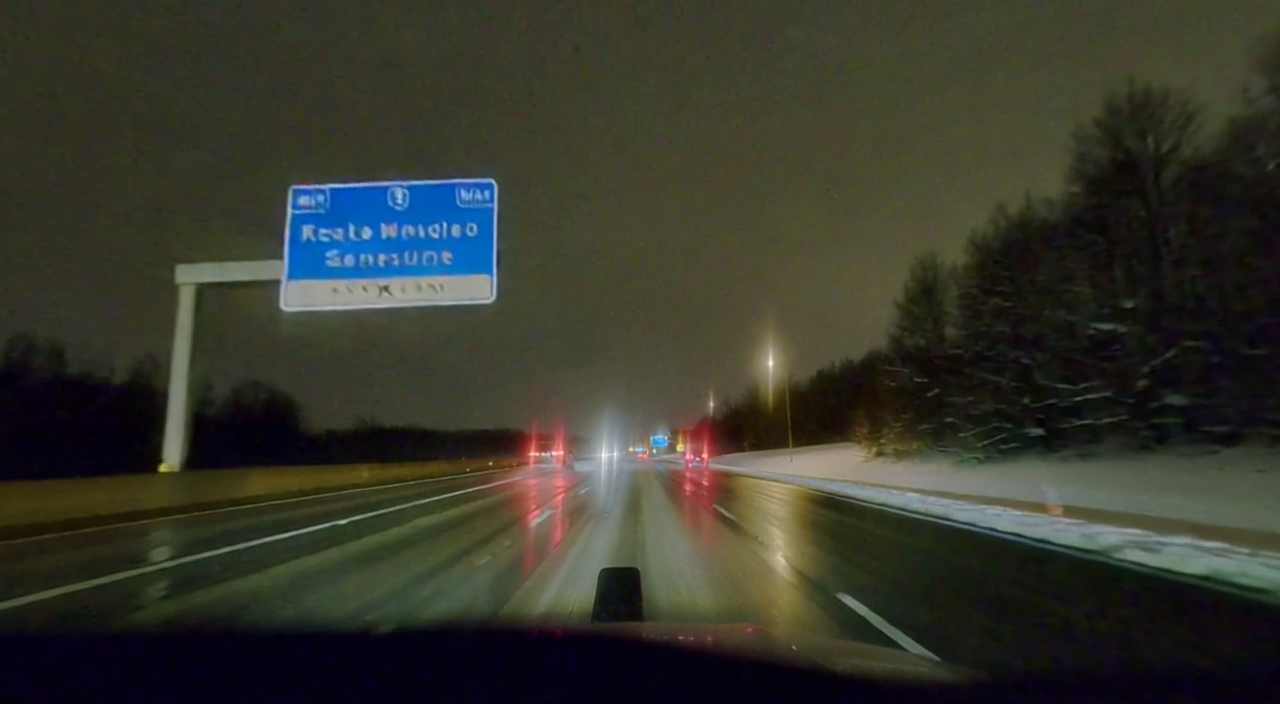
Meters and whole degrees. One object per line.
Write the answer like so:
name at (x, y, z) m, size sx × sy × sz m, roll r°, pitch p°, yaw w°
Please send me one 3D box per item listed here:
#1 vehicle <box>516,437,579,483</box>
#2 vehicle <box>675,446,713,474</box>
vehicle at (-4.366, 5.174, 30.440) m, size 2.278 × 2.054 × 4.498 m, roll 0°, pitch -9°, yaw 1°
vehicle at (3.577, 7.241, 42.550) m, size 2.133 × 1.746 × 4.511 m, roll 0°, pitch -9°, yaw 0°
